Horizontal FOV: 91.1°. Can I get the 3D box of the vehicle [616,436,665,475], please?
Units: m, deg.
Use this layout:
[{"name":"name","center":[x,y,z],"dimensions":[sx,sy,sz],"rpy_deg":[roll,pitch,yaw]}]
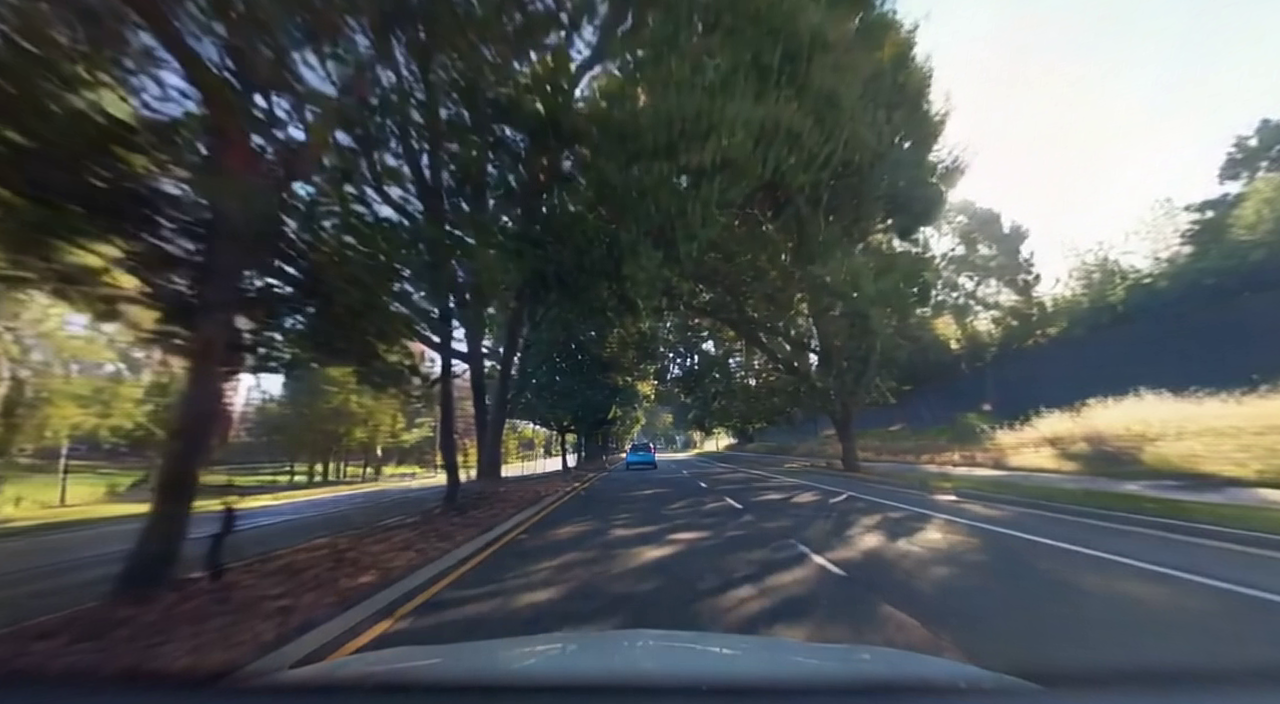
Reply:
[{"name":"vehicle","center":[0.018,5.056,30.858],"dimensions":[2.256,1.734,4.176],"rpy_deg":[0,-8,0]}]
